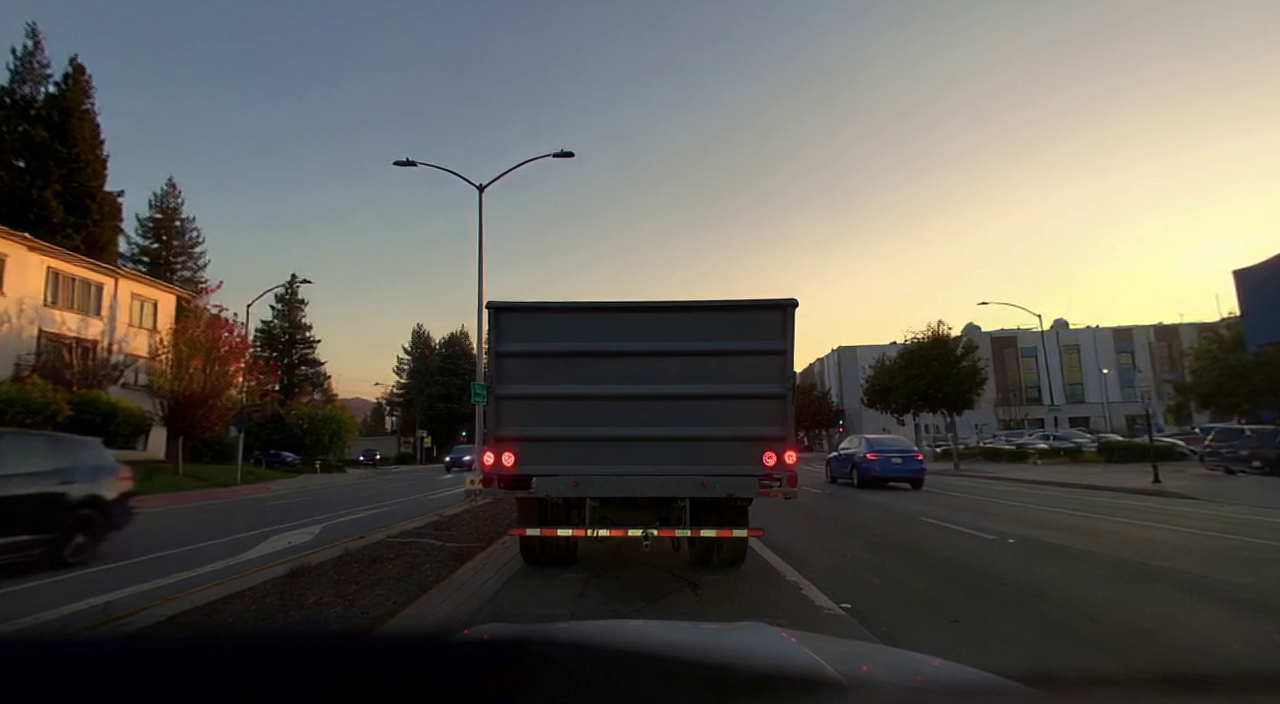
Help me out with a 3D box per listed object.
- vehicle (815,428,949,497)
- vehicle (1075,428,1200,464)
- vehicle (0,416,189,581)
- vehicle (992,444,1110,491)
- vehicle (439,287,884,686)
[{"bbox_3d":[7.099,3.288,19.187,2.160,1.772,4.883,-1,-8,1],"label":"vehicle"},{"bbox_3d":[23.113,4.383,29.425,4.171,1.614,1.894,-1,-8,1],"label":"vehicle"},{"bbox_3d":[-7.976,1.651,7.210,2.052,1.772,4.838,0,-8,0],"label":"vehicle"},{"bbox_3d":[14.305,4.006,22.222,1.702,1.475,3.670,-1,-8,1],"label":"vehicle"},{"bbox_3d":[0.269,1.294,7.390,2.650,2.391,7.008,-1,-8,3],"label":"vehicle"}]
